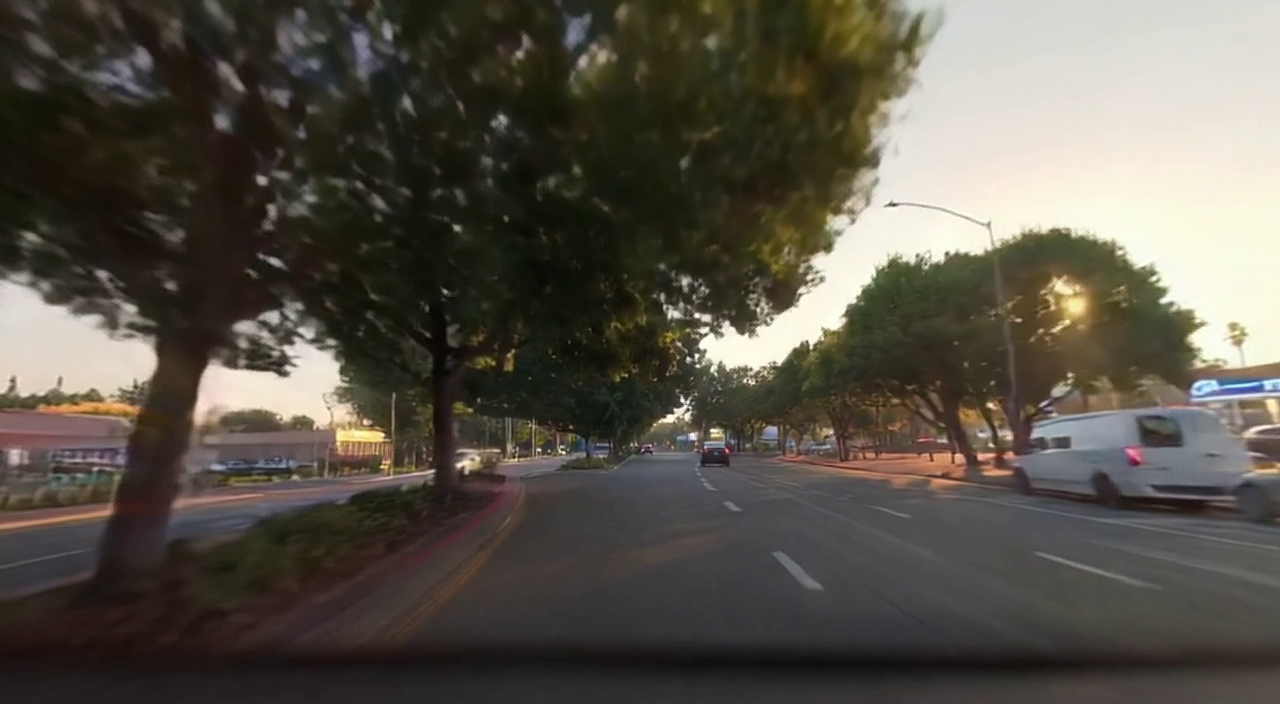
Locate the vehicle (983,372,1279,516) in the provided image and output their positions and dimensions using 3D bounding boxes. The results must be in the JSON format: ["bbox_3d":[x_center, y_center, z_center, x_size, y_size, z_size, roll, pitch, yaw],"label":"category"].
[{"bbox_3d":[11.057,2.187,15.016,2.507,2.745,5.779,0,-9,1],"label":"vehicle"}]

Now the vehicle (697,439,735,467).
[{"bbox_3d":[4.746,6.383,39.904,1.957,1.643,4.226,0,-9,1],"label":"vehicle"}]

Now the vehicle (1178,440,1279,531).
[{"bbox_3d":[10.960,2.007,9.308,1.857,1.411,4.859,0,-9,1],"label":"vehicle"}]

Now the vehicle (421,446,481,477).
[{"bbox_3d":[-10.600,6.165,35.811,1.994,1.657,4.510,0,-9,1],"label":"vehicle"}]
